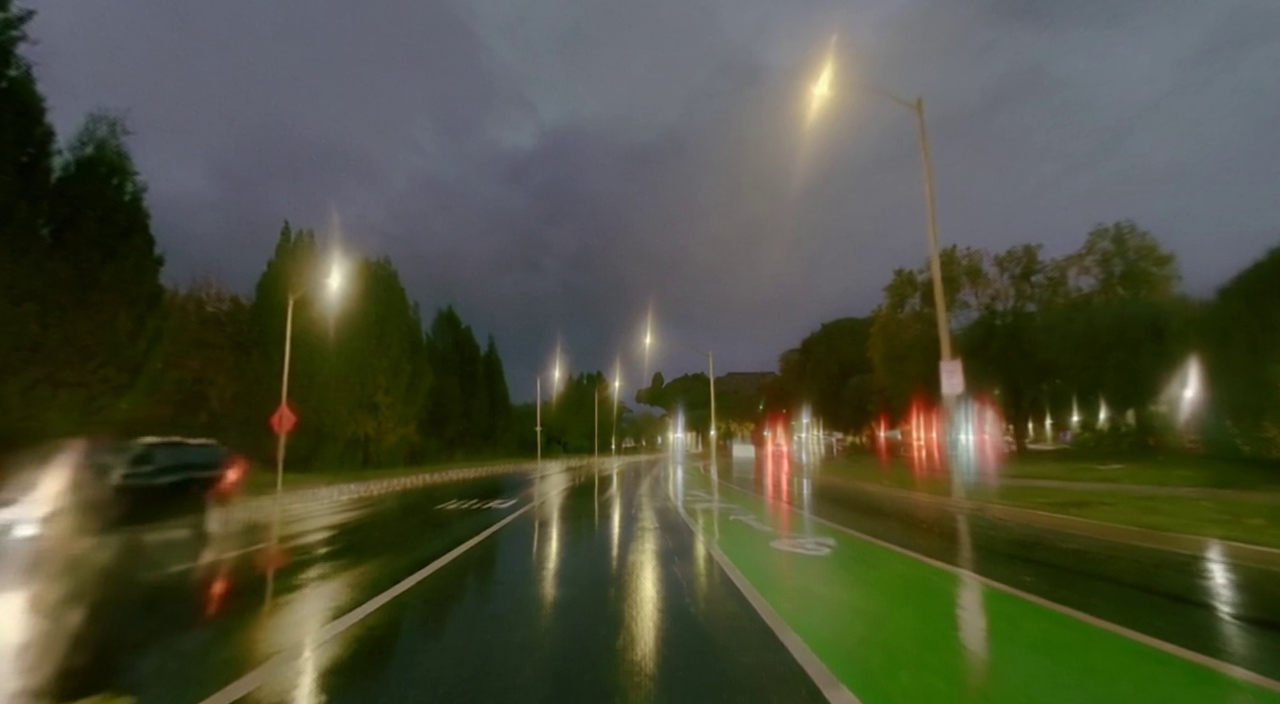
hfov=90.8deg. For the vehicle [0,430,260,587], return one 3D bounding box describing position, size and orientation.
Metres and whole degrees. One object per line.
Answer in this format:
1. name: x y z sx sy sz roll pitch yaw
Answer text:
1. vehicle: -8.156 2.122 9.465 2.065 1.744 4.566 0 -9 0
